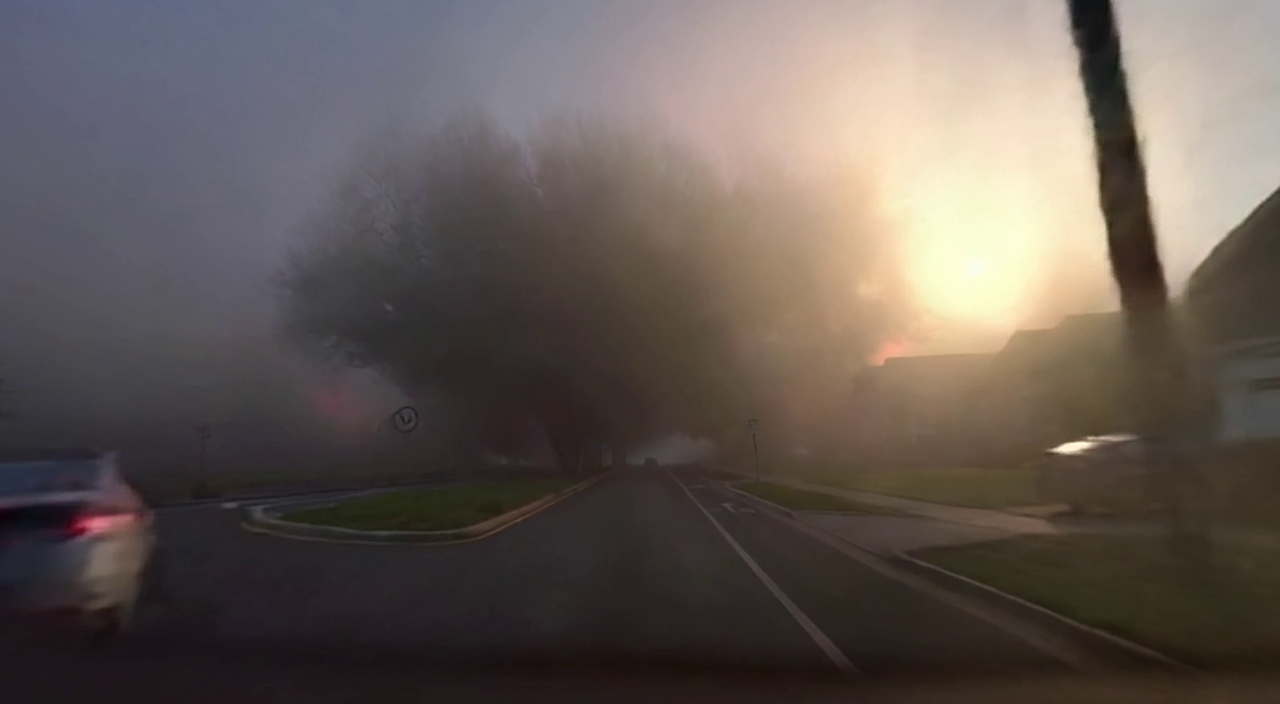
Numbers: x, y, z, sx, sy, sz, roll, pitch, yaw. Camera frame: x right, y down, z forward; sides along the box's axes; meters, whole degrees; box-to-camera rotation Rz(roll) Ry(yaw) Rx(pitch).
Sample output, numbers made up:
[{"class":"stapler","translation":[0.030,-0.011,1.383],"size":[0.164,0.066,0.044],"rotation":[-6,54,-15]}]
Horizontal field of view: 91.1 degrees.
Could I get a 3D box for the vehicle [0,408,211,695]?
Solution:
[{"class":"vehicle","translation":[-5.246,1.410,5.243],"size":[2.290,1.653,4.127],"rotation":[5,-10,-29]}]
